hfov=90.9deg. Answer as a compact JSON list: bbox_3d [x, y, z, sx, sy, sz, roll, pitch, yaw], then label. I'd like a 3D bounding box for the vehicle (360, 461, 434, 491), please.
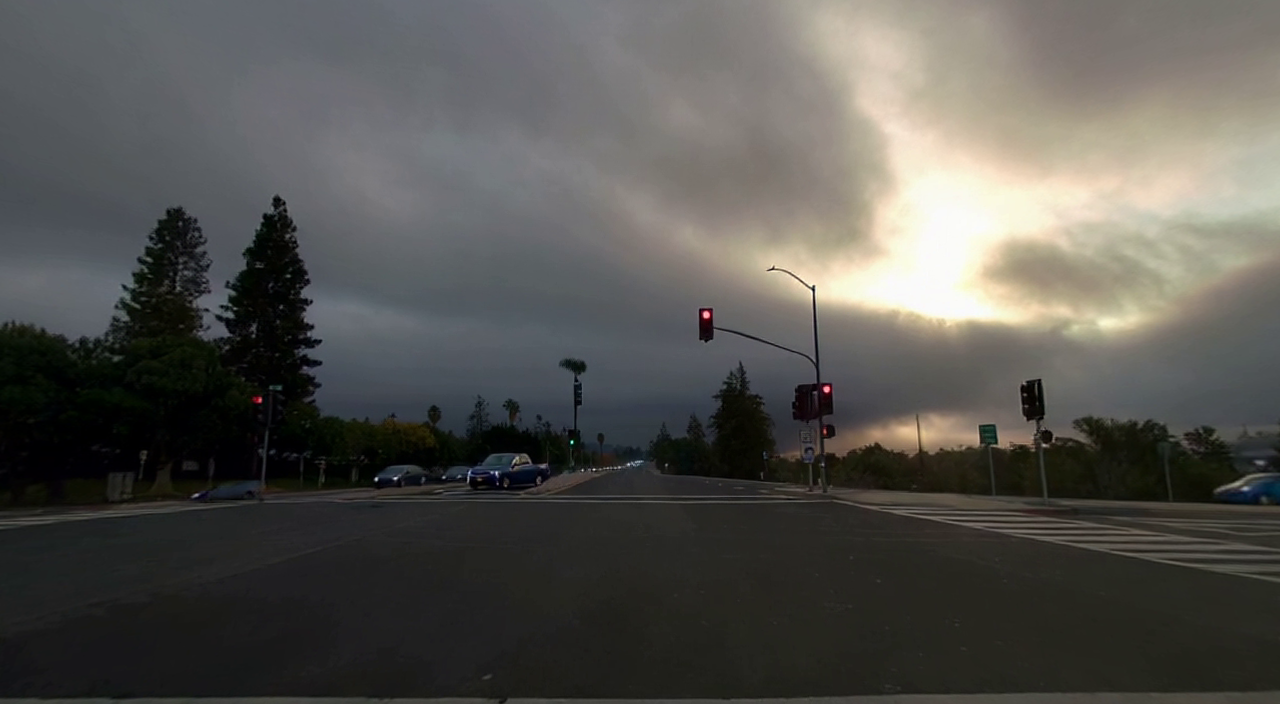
[{"bbox_3d":[-16.581,8.451,43.377,2.050,1.755,5.135,-2,-9,15],"label":"vehicle"}]

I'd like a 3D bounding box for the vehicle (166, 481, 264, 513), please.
[{"bbox_3d":[-24.417,8.304,36.370,4.491,1.500,2.029,5,-10,-33],"label":"vehicle"}]

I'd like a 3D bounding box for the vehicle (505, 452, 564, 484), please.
[{"bbox_3d":[-5.225,5.804,31.815,2.107,1.456,4.728,0,-8,1],"label":"vehicle"}]

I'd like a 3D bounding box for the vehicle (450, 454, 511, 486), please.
[{"bbox_3d":[-8.039,5.974,32.095,1.960,1.433,4.213,0,-8,1],"label":"vehicle"}]
